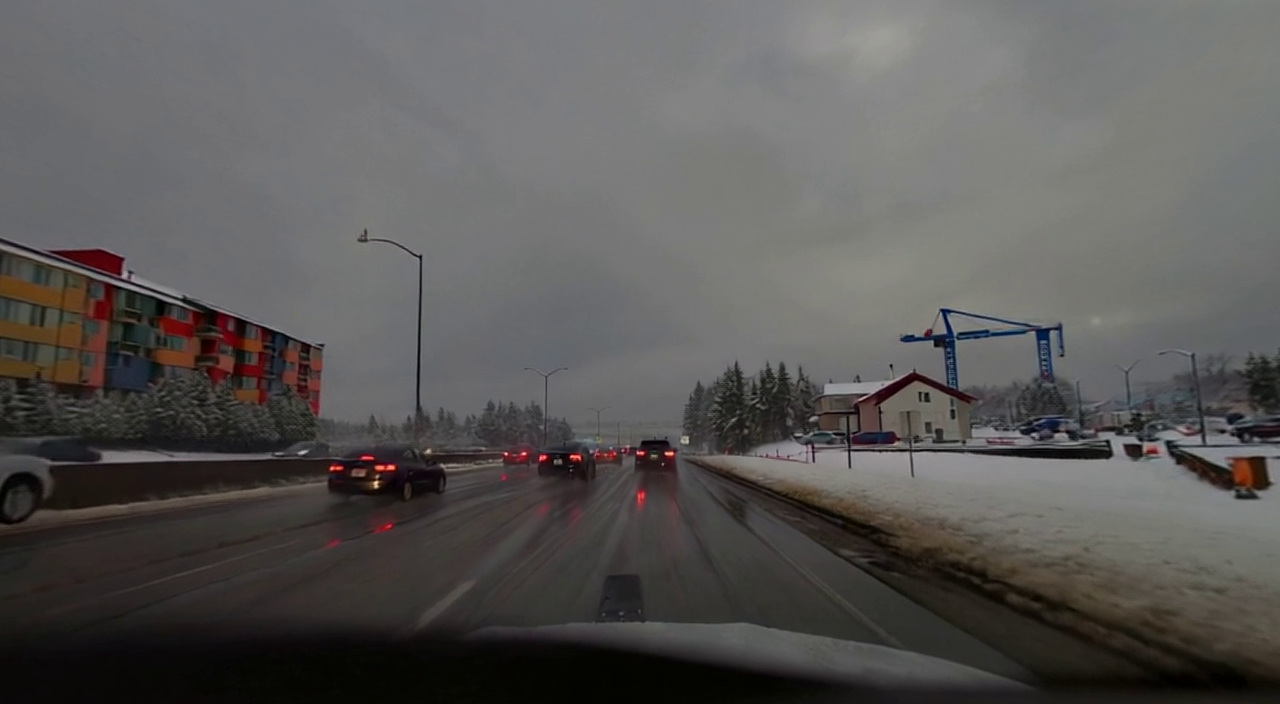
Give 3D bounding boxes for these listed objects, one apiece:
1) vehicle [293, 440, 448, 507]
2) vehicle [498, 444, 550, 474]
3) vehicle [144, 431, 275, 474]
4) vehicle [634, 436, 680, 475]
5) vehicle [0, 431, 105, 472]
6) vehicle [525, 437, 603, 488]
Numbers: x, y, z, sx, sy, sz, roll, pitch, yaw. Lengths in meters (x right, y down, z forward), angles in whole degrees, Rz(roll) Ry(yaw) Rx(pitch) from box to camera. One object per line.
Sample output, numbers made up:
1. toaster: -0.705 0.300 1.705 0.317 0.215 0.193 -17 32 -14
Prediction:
1. vehicle: -6.776 3.088 16.490 1.959 1.486 4.460 0 -9 2
2. vehicle: -6.265 5.801 34.514 1.931 1.505 4.386 0 -9 2
3. vehicle: -18.823 4.432 27.896 2.084 1.702 5.035 0 -9 3
4. vehicle: 0.848 5.096 31.236 2.116 1.763 4.352 0 -9 1
5. vehicle: -26.291 4.321 27.448 1.849 1.608 4.463 0 -9 2
6. vehicle: -2.664 4.019 23.192 2.109 1.657 4.554 0 -9 3
